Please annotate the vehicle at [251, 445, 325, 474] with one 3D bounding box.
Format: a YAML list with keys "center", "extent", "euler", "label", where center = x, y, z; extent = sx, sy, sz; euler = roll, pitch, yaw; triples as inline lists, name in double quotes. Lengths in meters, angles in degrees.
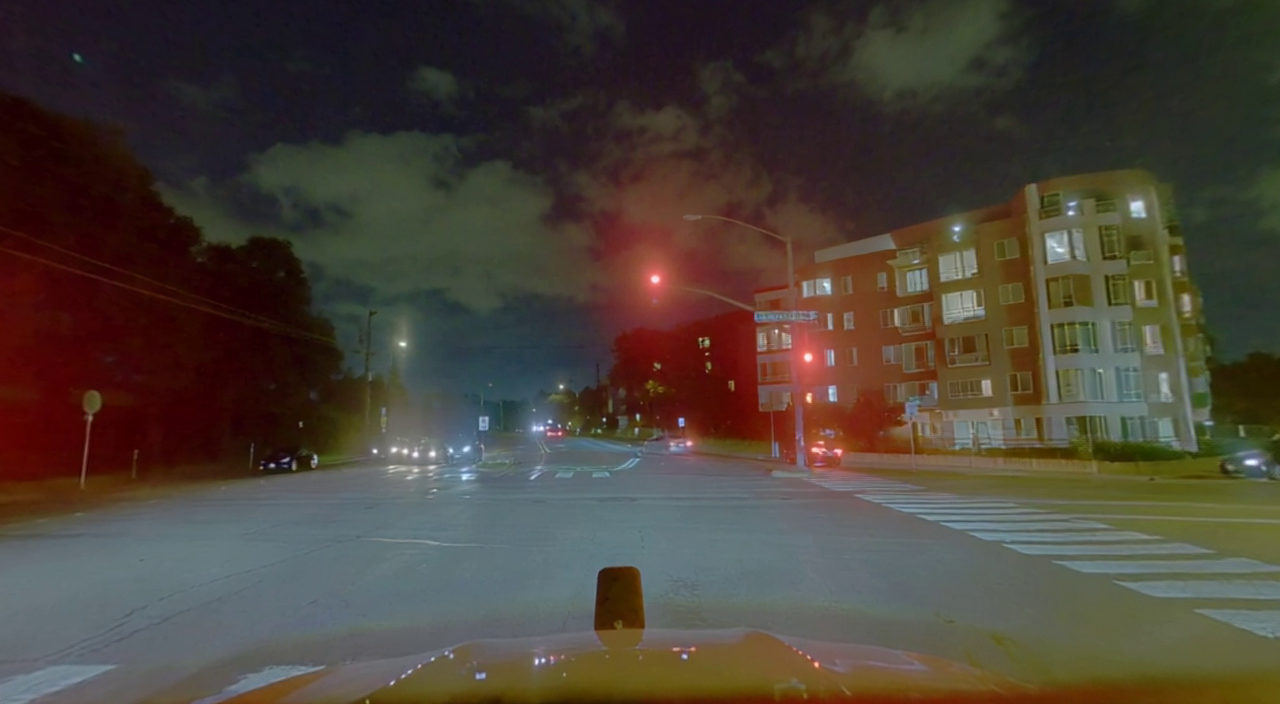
- center: [-21.109, 6.463, 38.095]
  extent: [1.981, 1.628, 4.336]
  euler: [0, -9, -1]
  label: "vehicle"

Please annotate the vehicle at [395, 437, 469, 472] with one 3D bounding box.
- center: [-9.685, 4.794, 29.776]
  extent: [2.116, 1.521, 4.294]
  euler: [0, -9, -1]
  label: "vehicle"

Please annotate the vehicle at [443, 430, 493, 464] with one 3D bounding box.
- center: [-9.788, 5.456, 36.187]
  extent: [1.910, 1.818, 4.057]
  euler: [0, -9, -3]
  label: "vehicle"

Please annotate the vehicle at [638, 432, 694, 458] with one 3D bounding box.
- center: [1.592, 5.943, 40.387]
  extent: [2.073, 1.571, 4.790]
  euler: [3, -9, -17]
  label: "vehicle"
